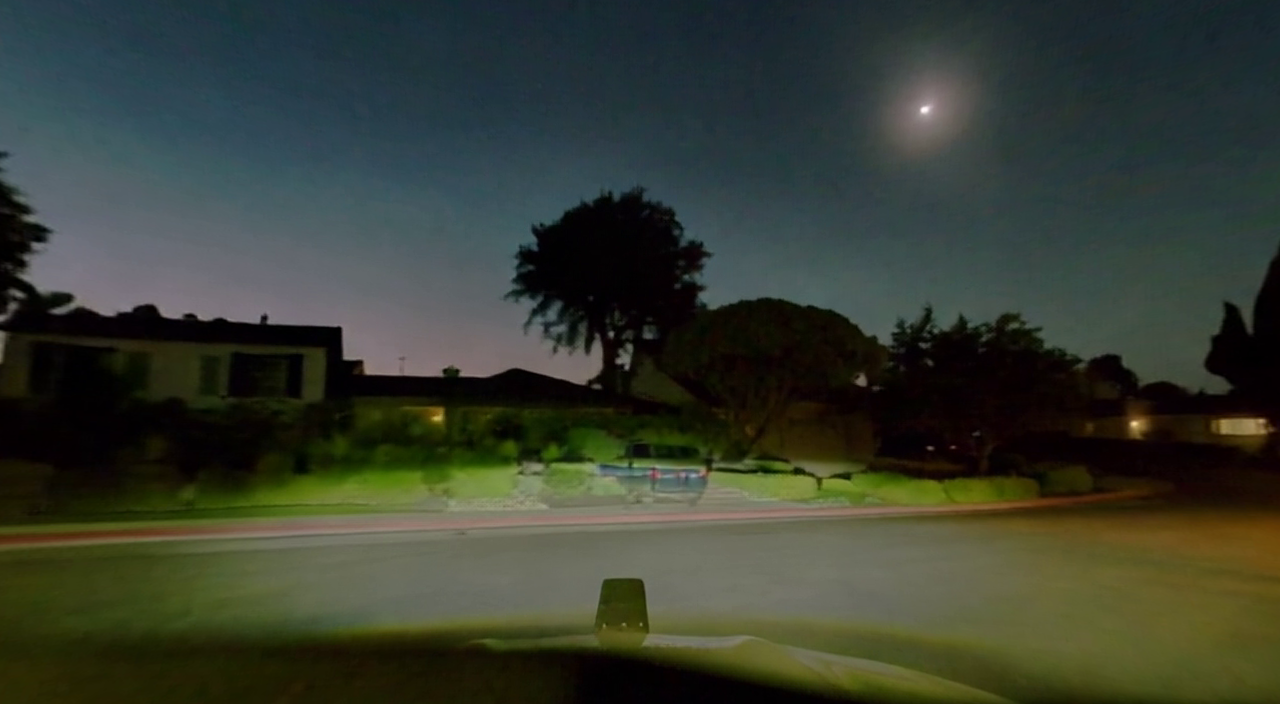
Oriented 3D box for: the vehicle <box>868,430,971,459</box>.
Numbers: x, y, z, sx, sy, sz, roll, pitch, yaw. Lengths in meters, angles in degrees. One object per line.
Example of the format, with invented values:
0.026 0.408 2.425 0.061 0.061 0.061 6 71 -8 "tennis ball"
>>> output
15.363 5.117 34.716 5.089 1.517 1.791 2 -9 -15 "vehicle"
